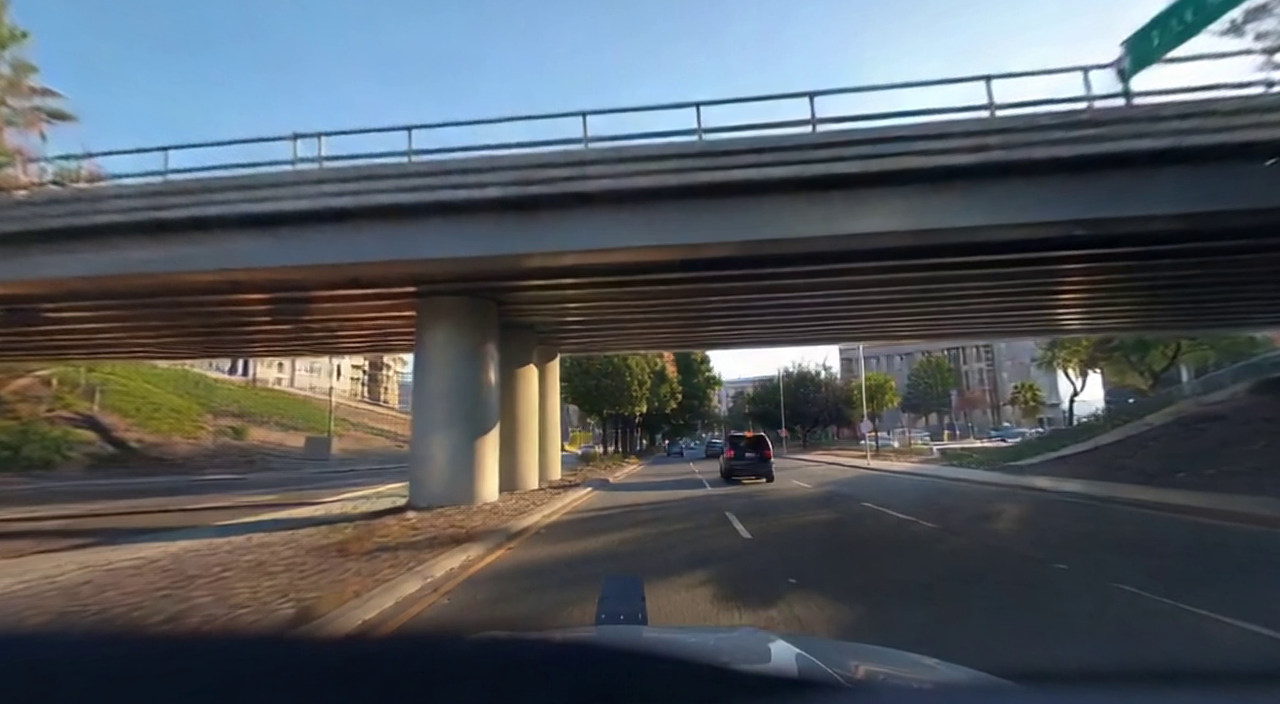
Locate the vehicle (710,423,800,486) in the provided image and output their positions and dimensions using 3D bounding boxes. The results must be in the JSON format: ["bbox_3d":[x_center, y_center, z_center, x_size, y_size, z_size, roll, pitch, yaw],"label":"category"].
[{"bbox_3d":[4.071,3.766,23.454,2.559,2.017,5.562,0,-9,3],"label":"vehicle"}]
